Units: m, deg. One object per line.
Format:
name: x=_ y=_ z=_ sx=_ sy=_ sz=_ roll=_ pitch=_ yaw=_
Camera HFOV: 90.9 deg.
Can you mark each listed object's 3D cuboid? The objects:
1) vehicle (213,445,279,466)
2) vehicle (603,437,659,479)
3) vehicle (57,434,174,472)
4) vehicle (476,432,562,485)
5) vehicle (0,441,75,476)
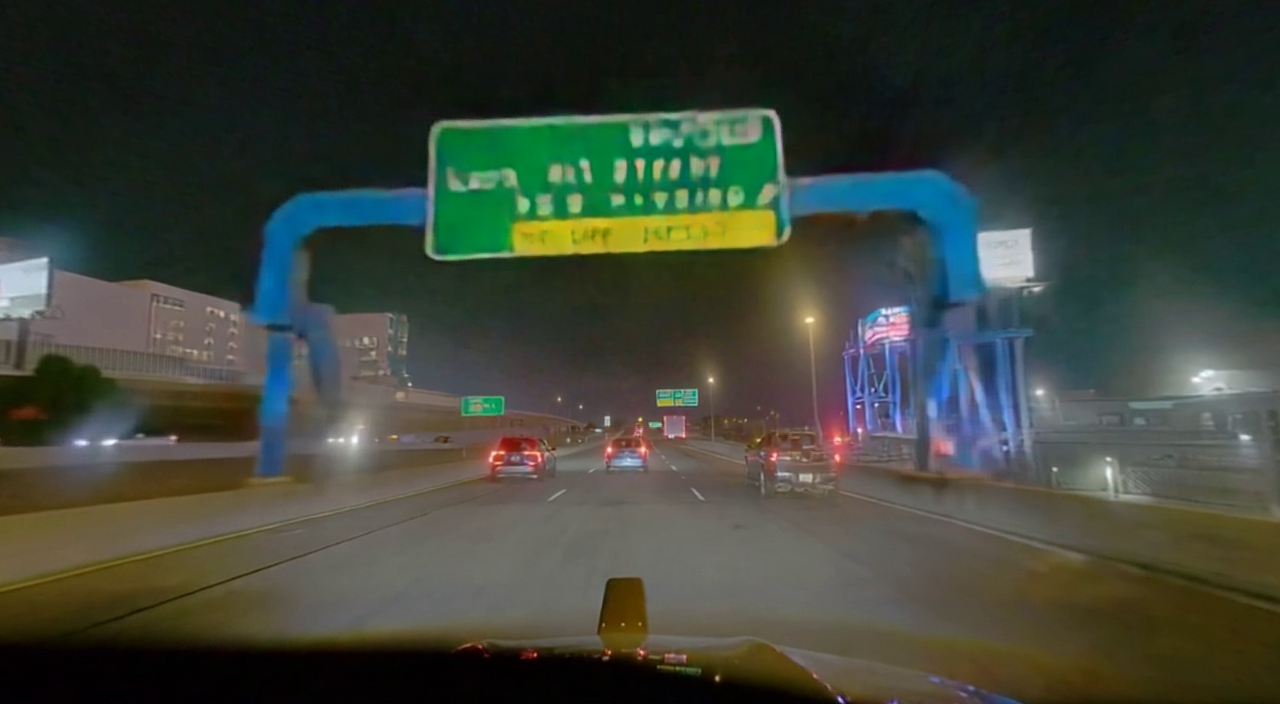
vehicle: x=-29.600 y=7.779 z=47.512 sx=1.817 sy=1.460 sz=4.548 roll=-1 pitch=-8 yaw=4
vehicle: x=-0.318 y=3.878 z=23.294 sx=1.877 sy=1.386 sz=3.872 roll=0 pitch=-8 yaw=0
vehicle: x=-28.795 y=5.561 z=34.903 sx=2.092 sy=1.931 sz=5.045 roll=0 pitch=-8 yaw=1
vehicle: x=-3.930 y=3.547 z=21.257 sx=2.064 sy=1.589 sz=4.213 roll=0 pitch=-8 yaw=0
vehicle: x=-32.022 y=5.455 z=32.508 sx=2.033 sy=1.678 sz=4.024 roll=0 pitch=-8 yaw=-1
